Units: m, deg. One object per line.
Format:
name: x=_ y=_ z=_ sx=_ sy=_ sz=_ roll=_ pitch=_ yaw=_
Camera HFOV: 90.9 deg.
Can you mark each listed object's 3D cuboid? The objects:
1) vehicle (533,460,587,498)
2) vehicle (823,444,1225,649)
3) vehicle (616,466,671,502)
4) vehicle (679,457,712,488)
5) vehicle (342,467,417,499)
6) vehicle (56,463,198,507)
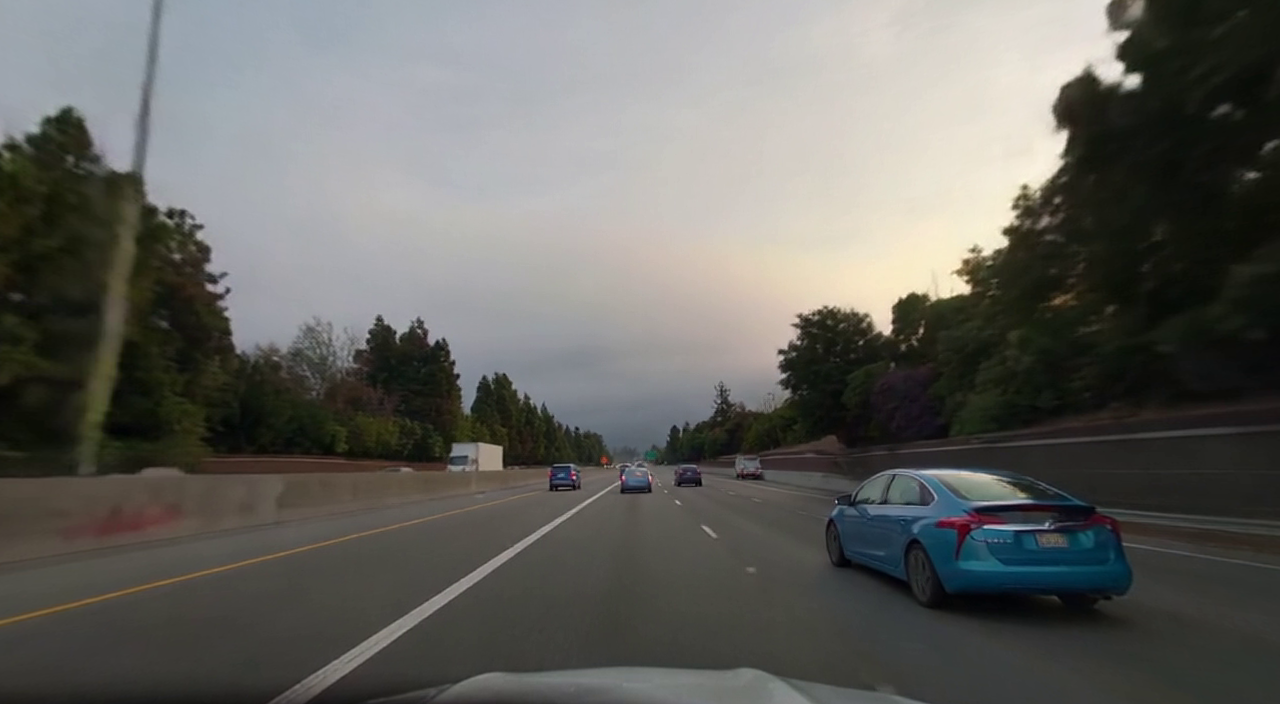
vehicle: x=-3.871 y=6.277 z=31.353 sx=2.021 sy=1.706 sz=4.247 roll=1 pitch=-10 yaw=1
vehicle: x=3.586 y=1.881 z=6.915 sx=1.938 sy=1.561 sz=3.786 roll=1 pitch=-10 yaw=-1
vehicle: x=0.143 y=5.832 z=28.007 sx=2.241 sy=1.425 sz=3.973 roll=1 pitch=-10 yaw=0
vehicle: x=4.116 y=8.986 z=47.082 sx=2.030 sy=2.172 sz=3.621 roll=1 pitch=-10 yaw=-1
vehicle: x=-13.771 y=6.944 z=33.646 sx=1.960 sy=1.494 sz=4.650 roll=1 pitch=-10 yaw=1
vehicle: x=-20.060 y=5.208 z=24.926 sx=1.916 sy=1.548 sz=4.320 roll=1 pitch=-10 yaw=0
